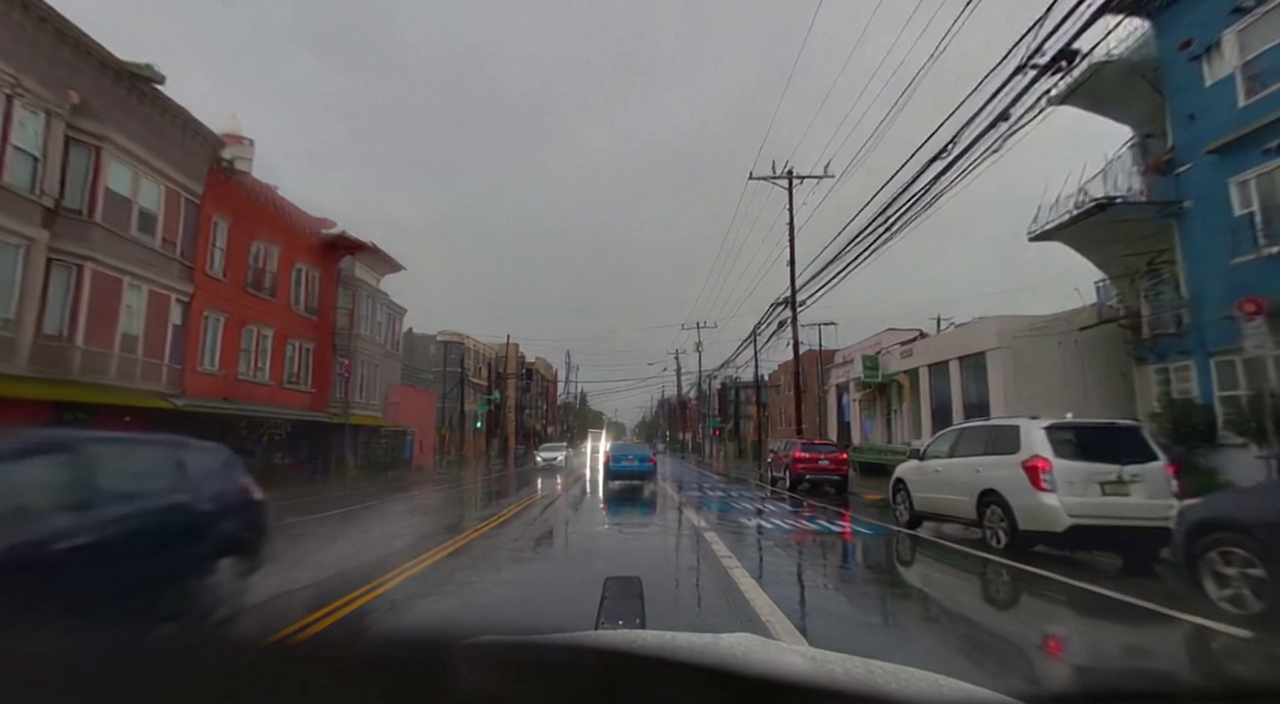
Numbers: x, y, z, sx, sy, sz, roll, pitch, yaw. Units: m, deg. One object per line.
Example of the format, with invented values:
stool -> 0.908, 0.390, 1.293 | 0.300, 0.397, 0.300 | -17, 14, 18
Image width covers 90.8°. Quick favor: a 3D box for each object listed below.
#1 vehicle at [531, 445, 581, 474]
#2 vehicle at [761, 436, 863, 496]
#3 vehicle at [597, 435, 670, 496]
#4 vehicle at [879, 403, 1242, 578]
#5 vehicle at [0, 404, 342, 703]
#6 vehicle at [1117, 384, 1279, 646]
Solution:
vehicle -> -4.514, 5.834, 34.602 | 2.181, 1.500, 4.319 | 0, -8, 0
vehicle -> 6.190, 4.164, 23.584 | 2.197, 1.917, 5.637 | 0, -8, -1
vehicle -> -0.181, 3.358, 19.002 | 1.980, 1.635, 3.795 | 0, -8, 0
vehicle -> 6.148, 2.088, 10.482 | 2.208, 2.106, 5.496 | 0, -9, 0
vehicle -> -3.874, 1.172, 3.958 | 1.968, 1.524, 4.304 | 0, -8, -1
vehicle -> 6.194, 1.083, 3.609 | 2.203, 2.052, 5.975 | 0, -8, -1
